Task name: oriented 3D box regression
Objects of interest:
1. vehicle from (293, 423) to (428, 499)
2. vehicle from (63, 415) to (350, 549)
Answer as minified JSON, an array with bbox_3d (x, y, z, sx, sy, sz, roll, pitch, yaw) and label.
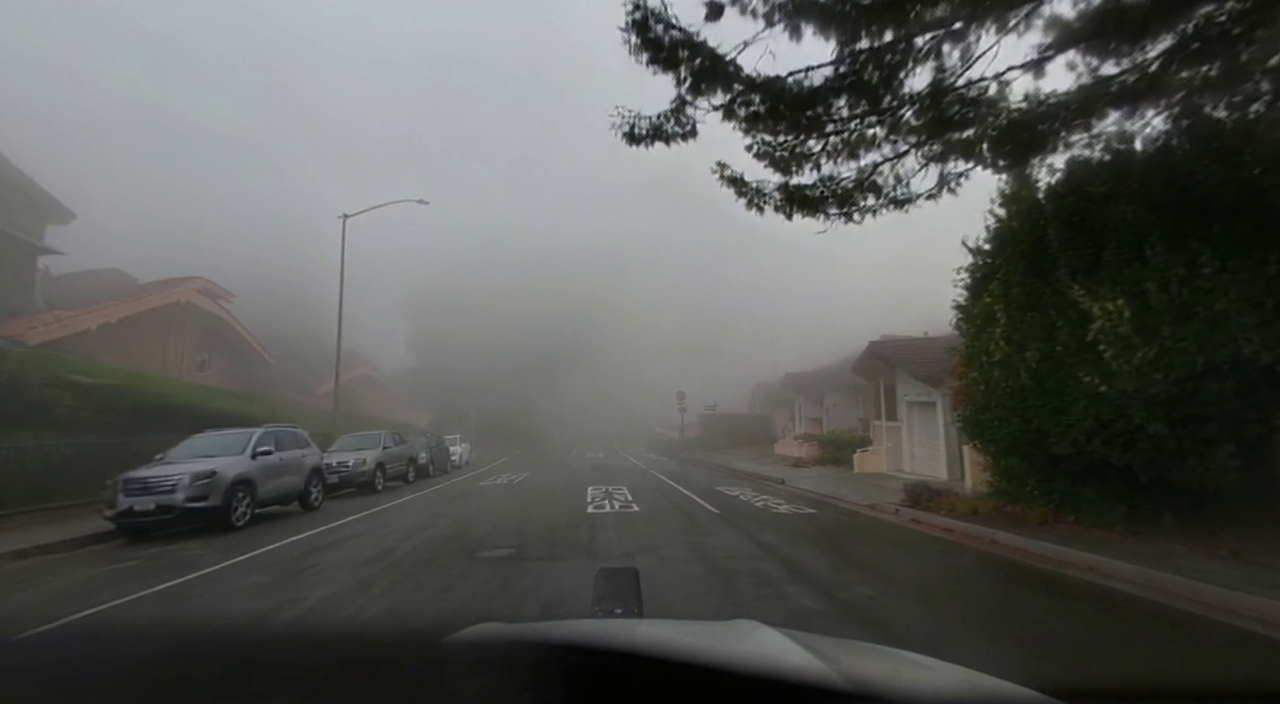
[{"bbox_3d":[-7.330,2.858,17.087,1.865,1.750,4.507,0,-8,-4],"label":"vehicle"},{"bbox_3d":[-6.856,2.042,10.714,2.147,1.780,4.165,0,-8,-5],"label":"vehicle"}]
